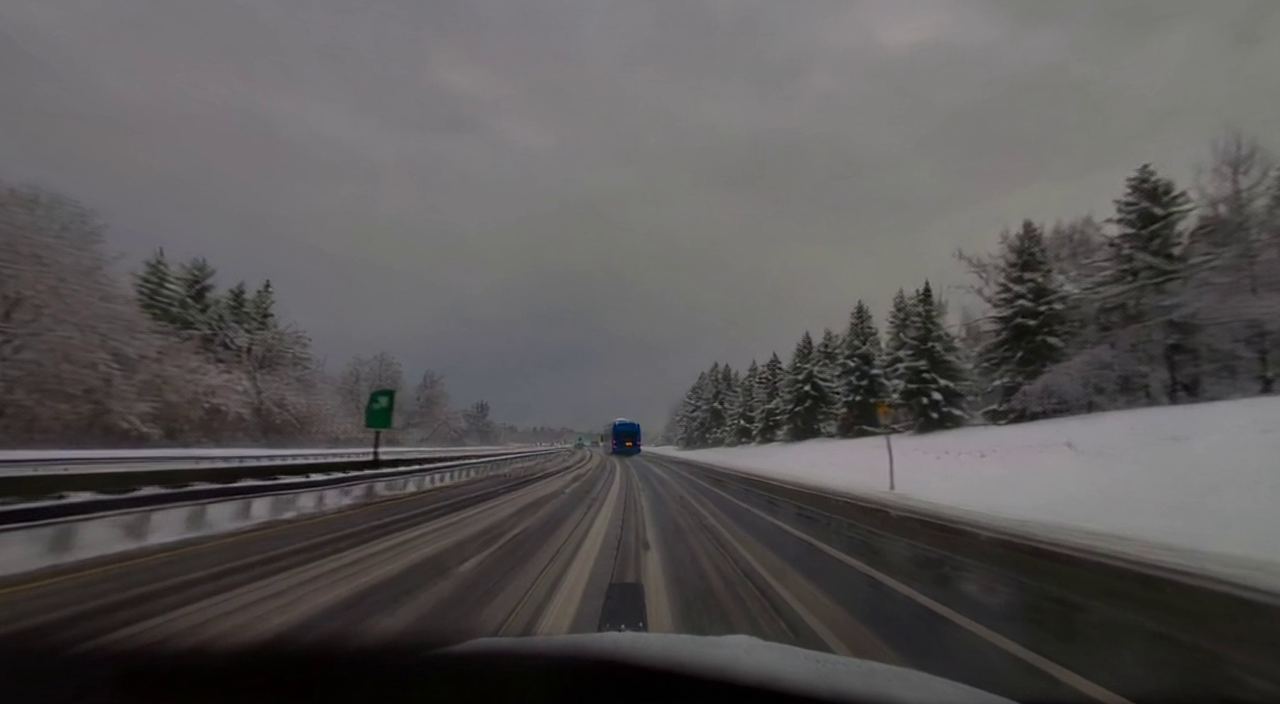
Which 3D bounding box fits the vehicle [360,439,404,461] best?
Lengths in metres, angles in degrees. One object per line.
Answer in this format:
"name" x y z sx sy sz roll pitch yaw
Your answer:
"vehicle" -20.254 7.703 49.666 1.810 1.612 4.003 0 -9 -2
